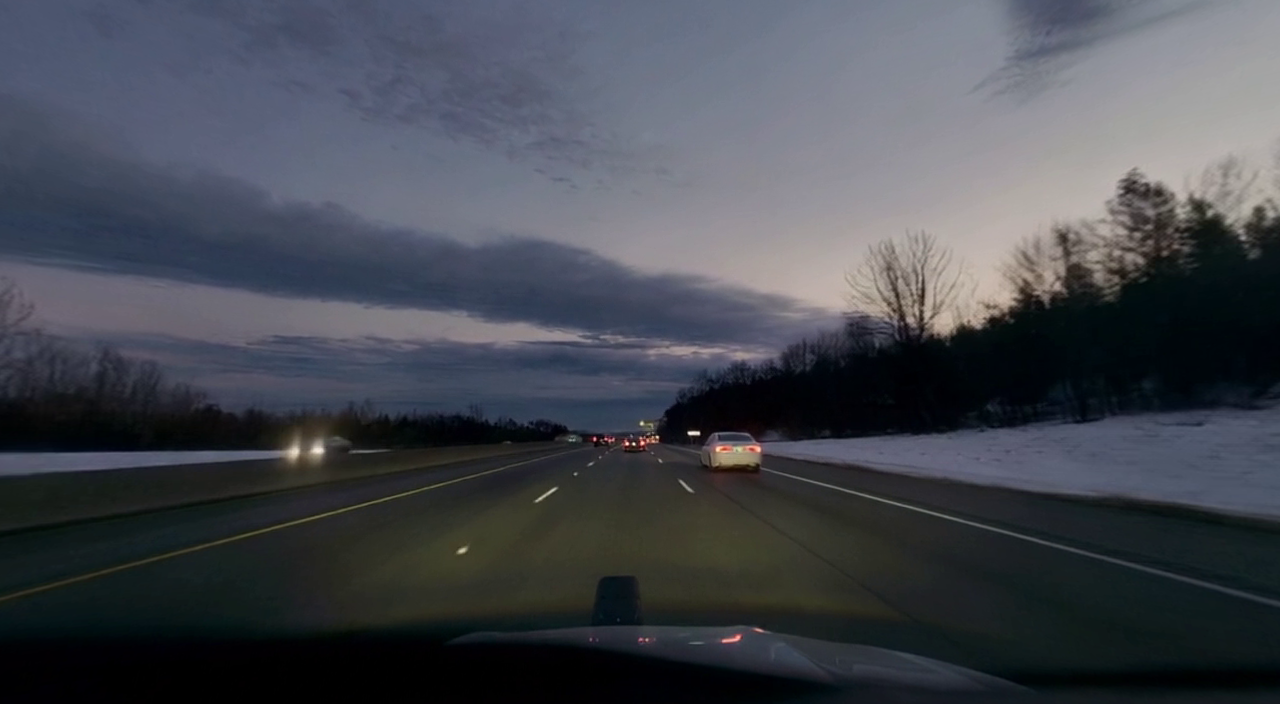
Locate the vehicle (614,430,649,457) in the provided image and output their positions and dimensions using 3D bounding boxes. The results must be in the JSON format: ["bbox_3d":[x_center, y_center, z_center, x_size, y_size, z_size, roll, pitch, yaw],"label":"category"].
[{"bbox_3d":[-0.614,6.001,41.343,2.182,1.680,4.253,0,-8,-1],"label":"vehicle"}]

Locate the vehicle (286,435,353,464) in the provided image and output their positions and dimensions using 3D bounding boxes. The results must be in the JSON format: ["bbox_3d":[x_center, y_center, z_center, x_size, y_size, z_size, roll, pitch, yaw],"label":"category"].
[{"bbox_3d":[-21.130,6.424,41.637,1.948,1.771,4.651,0,-8,0],"label":"vehicle"}]

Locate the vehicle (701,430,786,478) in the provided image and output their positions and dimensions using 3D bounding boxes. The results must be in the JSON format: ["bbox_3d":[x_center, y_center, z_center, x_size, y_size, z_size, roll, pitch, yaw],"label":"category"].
[{"bbox_3d":[3.493,3.539,22.179,2.056,1.479,4.660,0,-8,-2],"label":"vehicle"}]

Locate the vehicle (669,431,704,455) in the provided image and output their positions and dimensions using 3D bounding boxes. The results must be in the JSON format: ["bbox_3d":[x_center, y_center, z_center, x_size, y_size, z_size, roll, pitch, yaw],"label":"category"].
[{"bbox_3d":[3.304,6.592,45.581,2.098,1.677,4.275,0,-8,-2],"label":"vehicle"}]
